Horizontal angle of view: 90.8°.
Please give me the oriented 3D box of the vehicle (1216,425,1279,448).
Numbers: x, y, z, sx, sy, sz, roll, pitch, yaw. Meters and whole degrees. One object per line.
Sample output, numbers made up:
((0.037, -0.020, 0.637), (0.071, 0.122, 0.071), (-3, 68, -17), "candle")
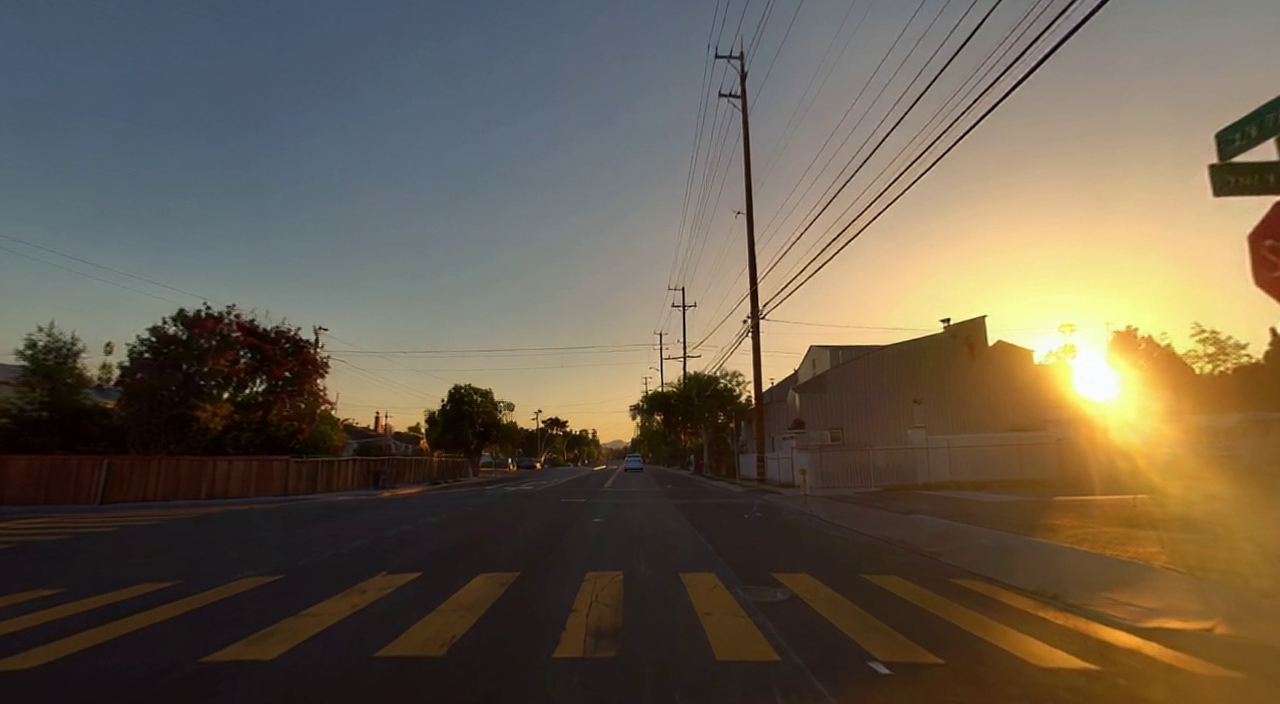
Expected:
((44.609, 6.017, 45.007), (2.251, 1.596, 5.193), (0, -8, 0), "vehicle")
